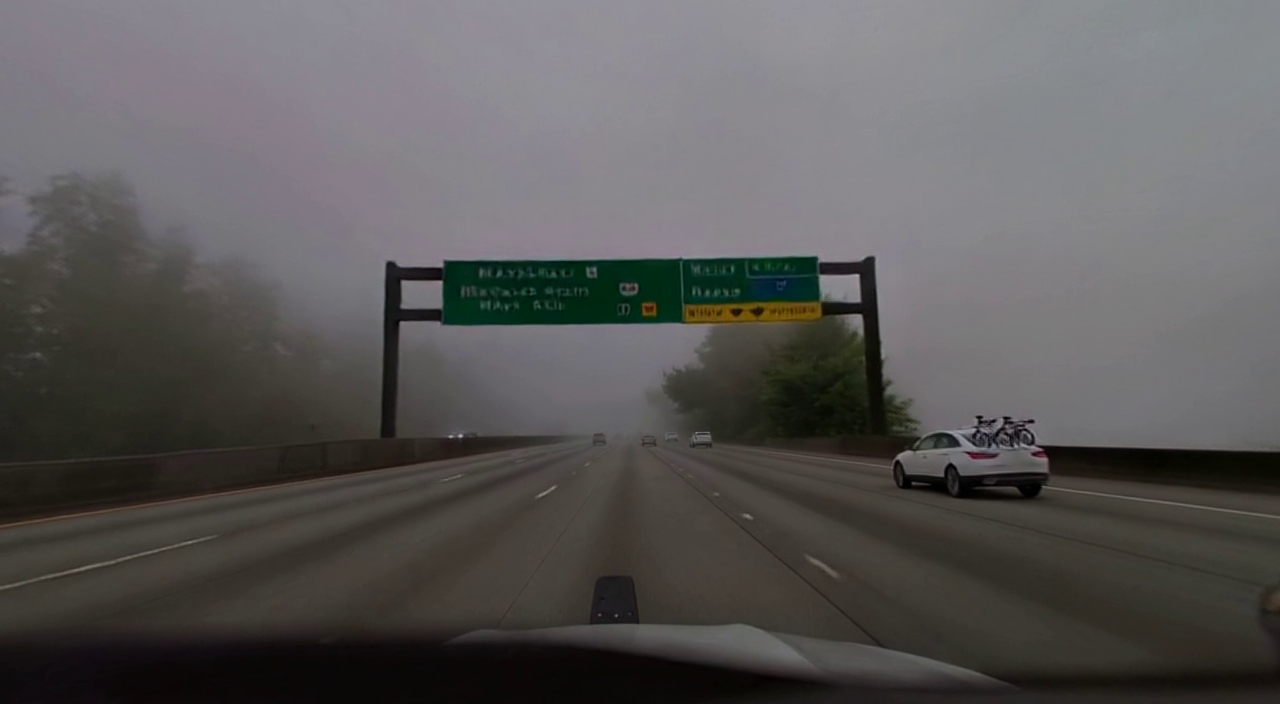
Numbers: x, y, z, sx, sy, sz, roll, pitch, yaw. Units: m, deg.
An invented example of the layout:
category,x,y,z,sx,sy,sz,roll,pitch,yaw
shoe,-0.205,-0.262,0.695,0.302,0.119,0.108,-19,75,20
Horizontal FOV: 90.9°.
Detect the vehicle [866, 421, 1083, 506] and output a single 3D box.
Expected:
category,x,y,z,sx,sy,sz,roll,pitch,yaw
vehicle,6.944,2.337,13.858,2.034,1.511,4.785,0,-7,-2
